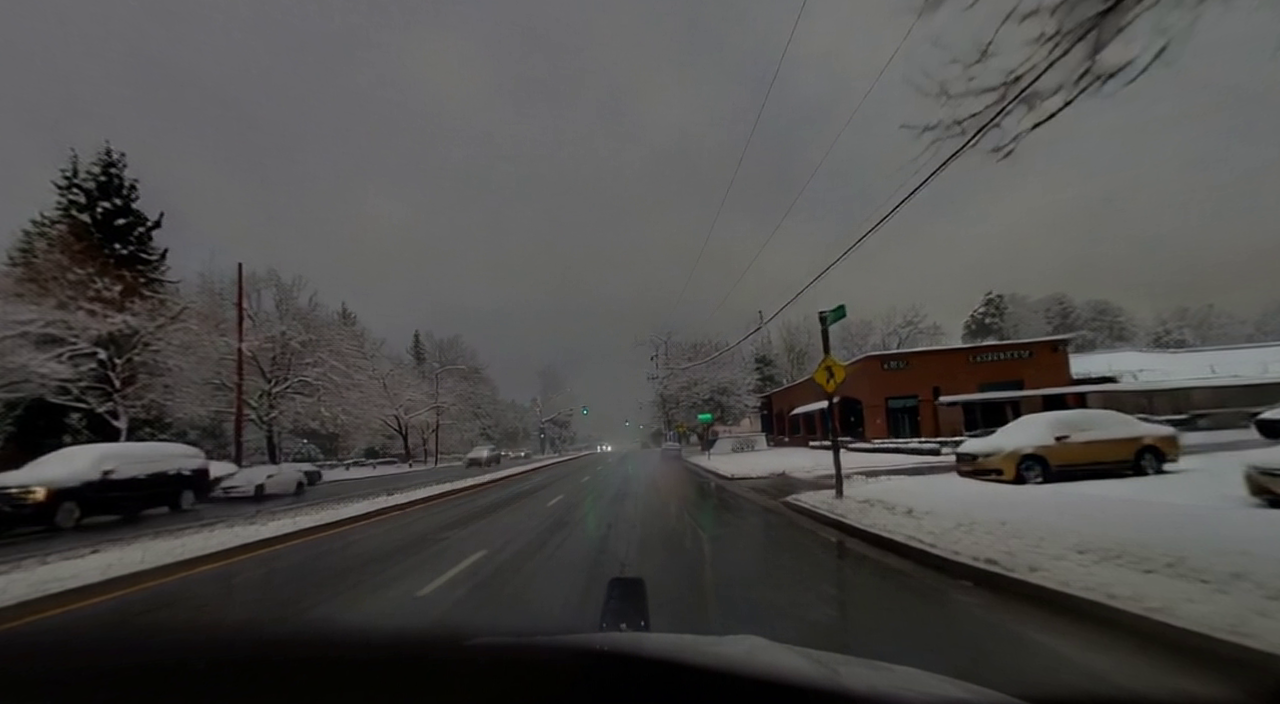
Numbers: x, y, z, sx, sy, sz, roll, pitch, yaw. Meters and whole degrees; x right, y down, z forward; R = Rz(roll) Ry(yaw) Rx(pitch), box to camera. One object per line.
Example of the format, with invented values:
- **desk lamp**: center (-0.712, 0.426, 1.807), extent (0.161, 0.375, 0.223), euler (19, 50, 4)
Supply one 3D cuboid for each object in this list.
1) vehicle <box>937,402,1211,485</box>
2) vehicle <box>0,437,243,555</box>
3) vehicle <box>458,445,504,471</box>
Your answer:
- **vehicle**: center (9.774, 2.092, 14.494), extent (4.843, 1.748, 1.985), euler (0, -9, -3)
- **vehicle**: center (-11.715, 2.916, 13.773), extent (2.228, 1.976, 5.857), euler (0, -9, 0)
- **vehicle**: center (-11.655, 7.794, 46.598), extent (2.079, 1.812, 4.757), euler (0, -9, 1)
